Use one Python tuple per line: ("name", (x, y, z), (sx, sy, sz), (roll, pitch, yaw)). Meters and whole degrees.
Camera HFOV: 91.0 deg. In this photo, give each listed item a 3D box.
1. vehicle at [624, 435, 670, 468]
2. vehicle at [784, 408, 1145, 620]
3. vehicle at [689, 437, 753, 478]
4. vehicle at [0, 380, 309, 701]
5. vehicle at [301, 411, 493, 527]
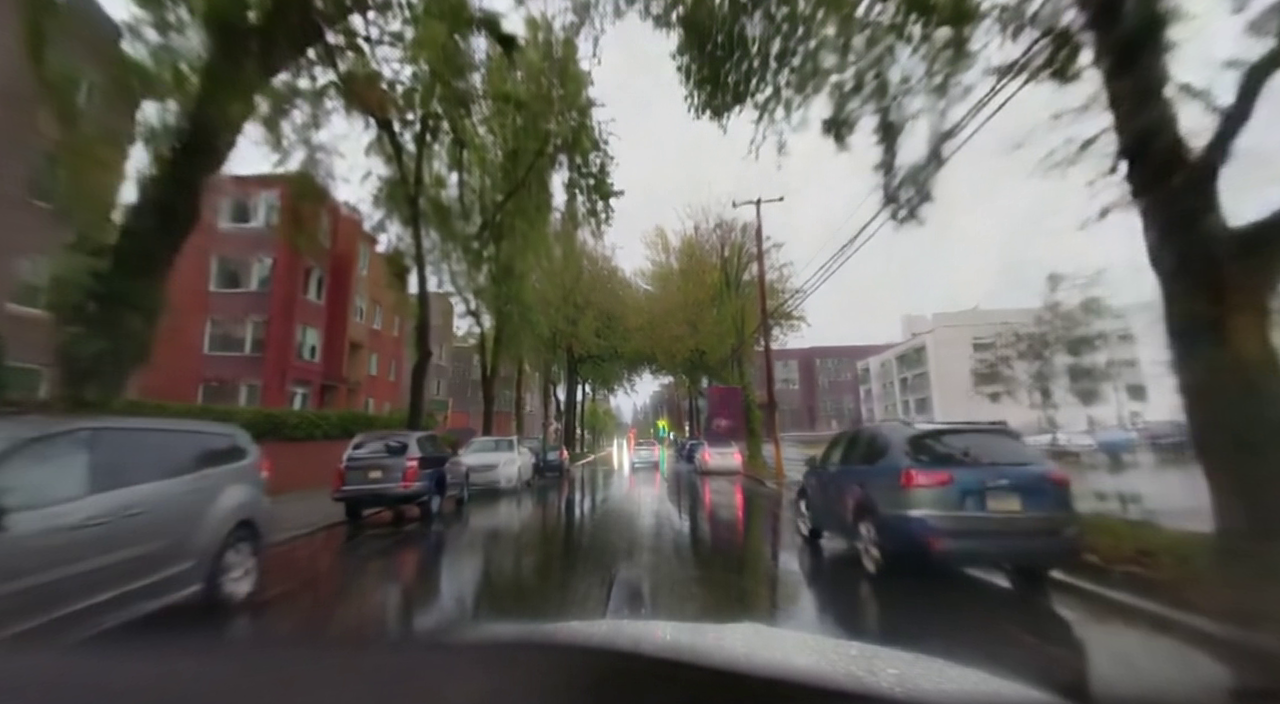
("vehicle", (0.370, 4.809, 30.652), (2.095, 1.510, 3.605), (0, -8, 1))
("vehicle", (3.037, 1.567, 7.096), (1.901, 1.649, 4.118), (0, -8, 1))
("vehicle", (3.219, 4.267, 25.852), (2.086, 1.498, 4.280), (0, -8, 0))
("vehicle", (-4.279, 1.032, 4.179), (1.951, 1.662, 4.046), (1, -4, 0))
("vehicle", (-4.597, 2.167, 12.754), (2.022, 1.721, 4.355), (1, -3, 2))
